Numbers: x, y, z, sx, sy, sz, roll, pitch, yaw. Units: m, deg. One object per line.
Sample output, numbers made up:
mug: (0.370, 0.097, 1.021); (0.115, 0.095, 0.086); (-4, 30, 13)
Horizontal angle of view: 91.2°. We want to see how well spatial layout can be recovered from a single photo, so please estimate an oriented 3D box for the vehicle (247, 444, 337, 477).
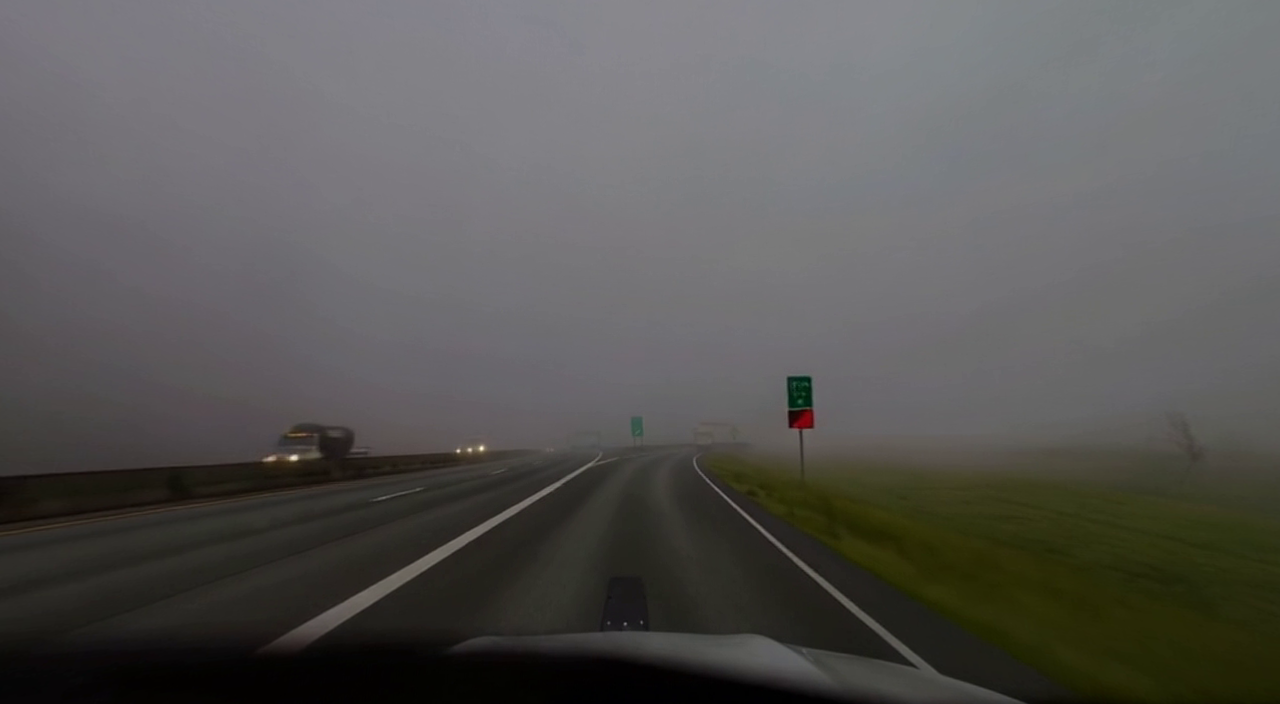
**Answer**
vehicle: (-16.933, 5.266, 30.837); (1.849, 1.500, 4.466); (0, -8, 0)
